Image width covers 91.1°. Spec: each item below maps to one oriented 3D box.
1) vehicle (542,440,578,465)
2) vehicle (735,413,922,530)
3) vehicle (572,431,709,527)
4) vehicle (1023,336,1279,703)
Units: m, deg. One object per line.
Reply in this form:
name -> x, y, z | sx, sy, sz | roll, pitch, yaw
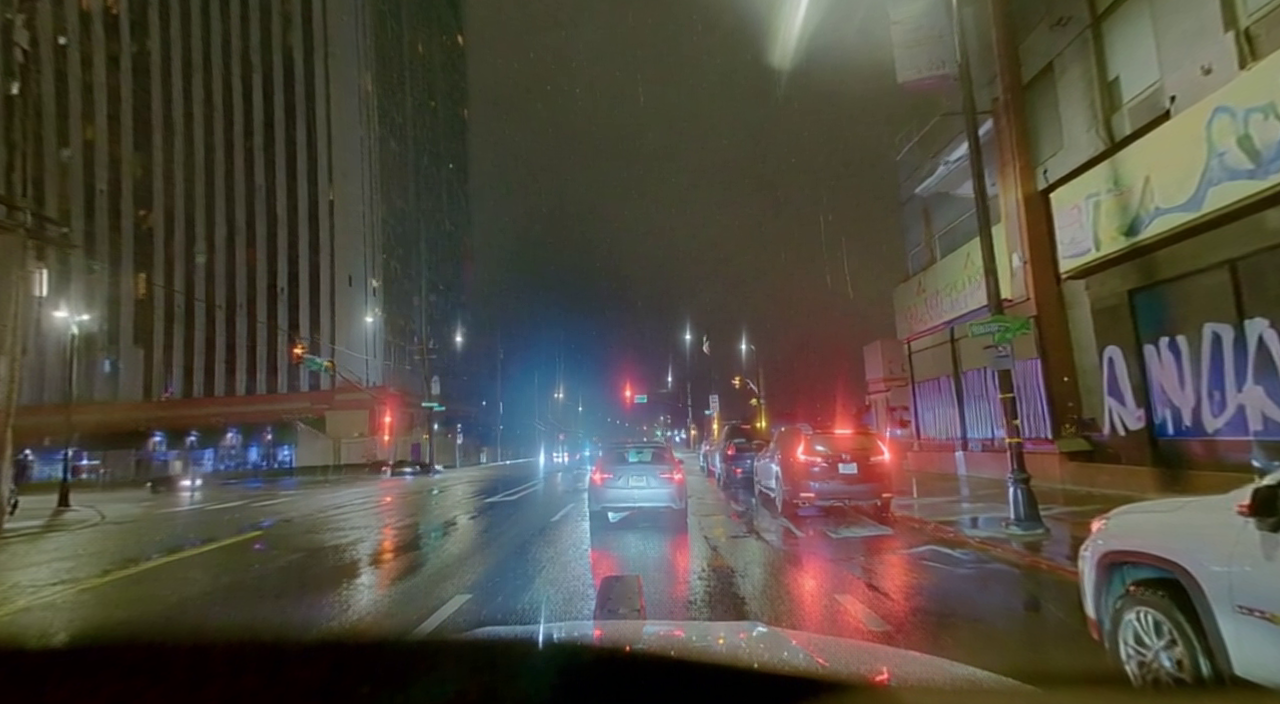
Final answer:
vehicle -> -5.697, 7.253, 45.306 | 2.059, 1.699, 4.252 | 0, -8, 0
vehicle -> 3.261, 2.189, 12.037 | 2.060, 1.783, 4.579 | 0, -8, -1
vehicle -> 0.046, 2.349, 12.223 | 2.153, 1.505, 4.452 | 0, -8, 1
vehicle -> 3.291, 0.692, 1.532 | 1.938, 1.714, 4.402 | 0, -8, 1
